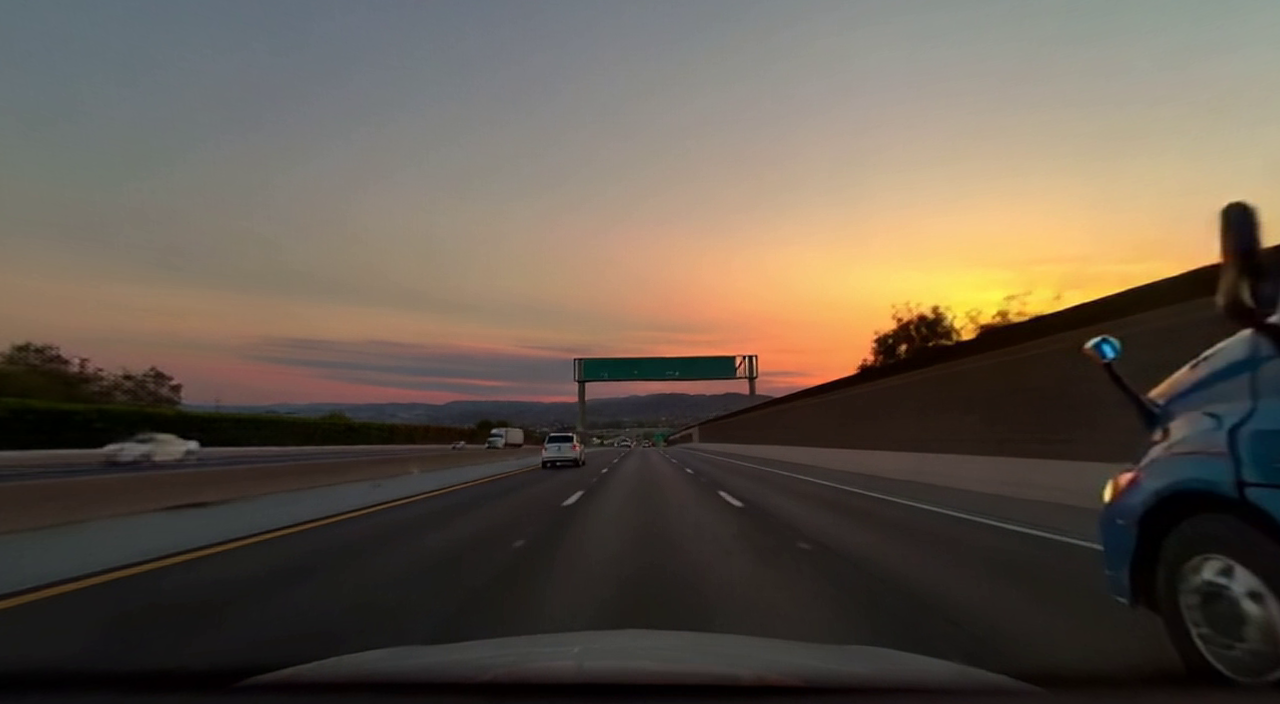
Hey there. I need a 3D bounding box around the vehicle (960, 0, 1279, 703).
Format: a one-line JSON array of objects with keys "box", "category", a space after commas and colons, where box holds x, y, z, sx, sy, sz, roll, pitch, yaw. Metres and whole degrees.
[{"box": [3.933, -0.561, 1.630, 3.037, 4.014, 6.276, 1, -7, 2], "category": "vehicle"}]

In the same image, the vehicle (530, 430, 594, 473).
[{"box": [-3.274, 4.316, 27.497, 2.189, 1.707, 4.692, 0, -8, 0], "category": "vehicle"}]
